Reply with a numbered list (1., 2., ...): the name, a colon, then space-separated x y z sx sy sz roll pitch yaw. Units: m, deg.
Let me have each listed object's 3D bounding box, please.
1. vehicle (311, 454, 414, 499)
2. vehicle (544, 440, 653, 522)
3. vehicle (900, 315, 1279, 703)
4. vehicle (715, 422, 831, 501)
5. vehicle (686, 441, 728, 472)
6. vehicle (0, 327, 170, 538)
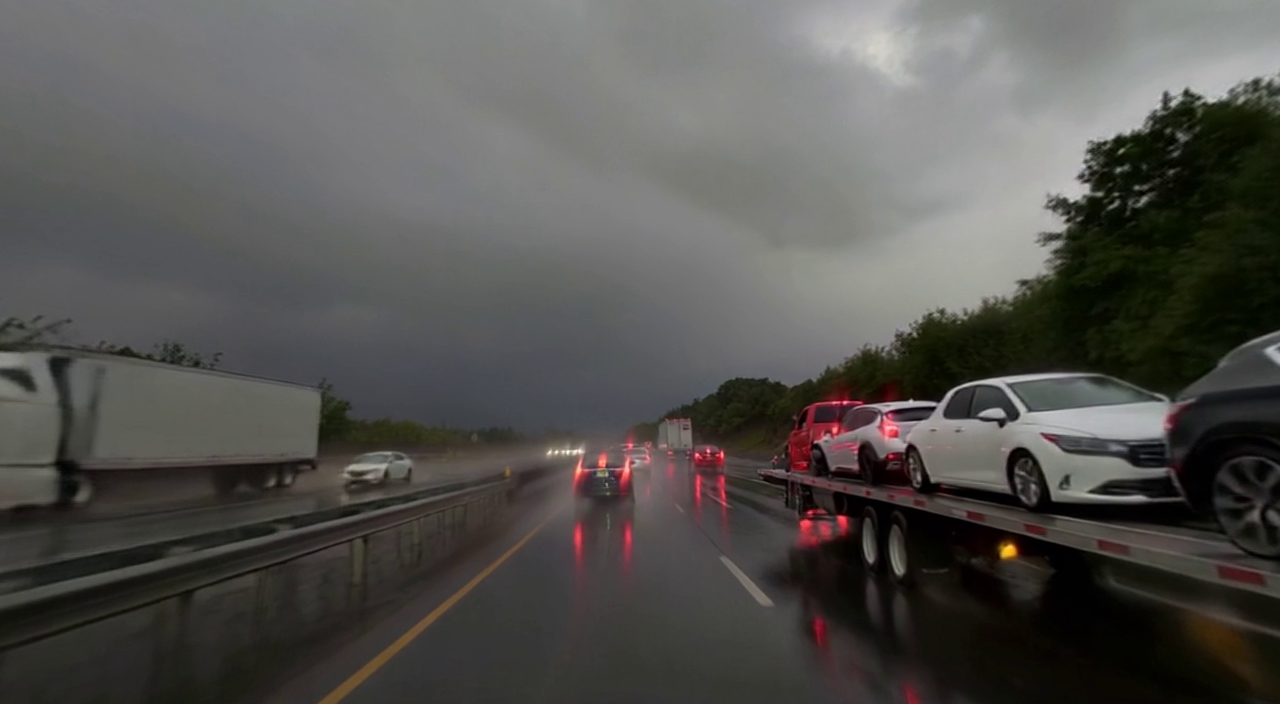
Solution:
1. vehicle: -11.017 4.944 25.394 2.221 1.639 4.105 0 -9 0
2. vehicle: -0.737 2.659 13.422 1.991 1.466 3.675 0 -9 0
3. vehicle: 3.466 0.951 3.691 1.959 1.783 4.407 0 -9 0
4. vehicle: 3.487 2.981 17.374 2.303 1.889 3.920 0 -9 0
5. vehicle: 3.791 6.040 36.545 1.938 1.660 4.223 0 -9 0
6. vehicle: -15.419 1.983 15.185 3.230 4.500 5.937 0 -9 1
